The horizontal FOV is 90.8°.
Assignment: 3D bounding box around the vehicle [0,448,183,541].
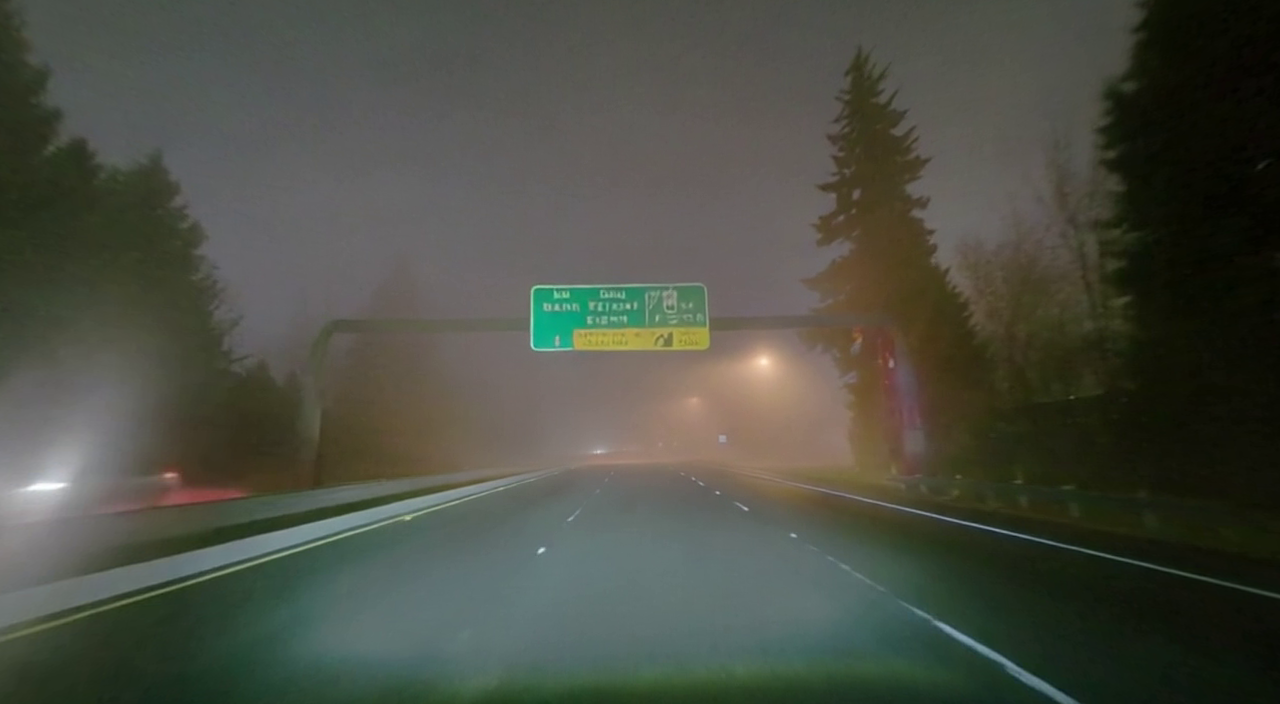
[{"bbox_3d":[-11.086,2.481,11.512,2.087,1.455,4.585,0,-9,0],"label":"vehicle"}]
